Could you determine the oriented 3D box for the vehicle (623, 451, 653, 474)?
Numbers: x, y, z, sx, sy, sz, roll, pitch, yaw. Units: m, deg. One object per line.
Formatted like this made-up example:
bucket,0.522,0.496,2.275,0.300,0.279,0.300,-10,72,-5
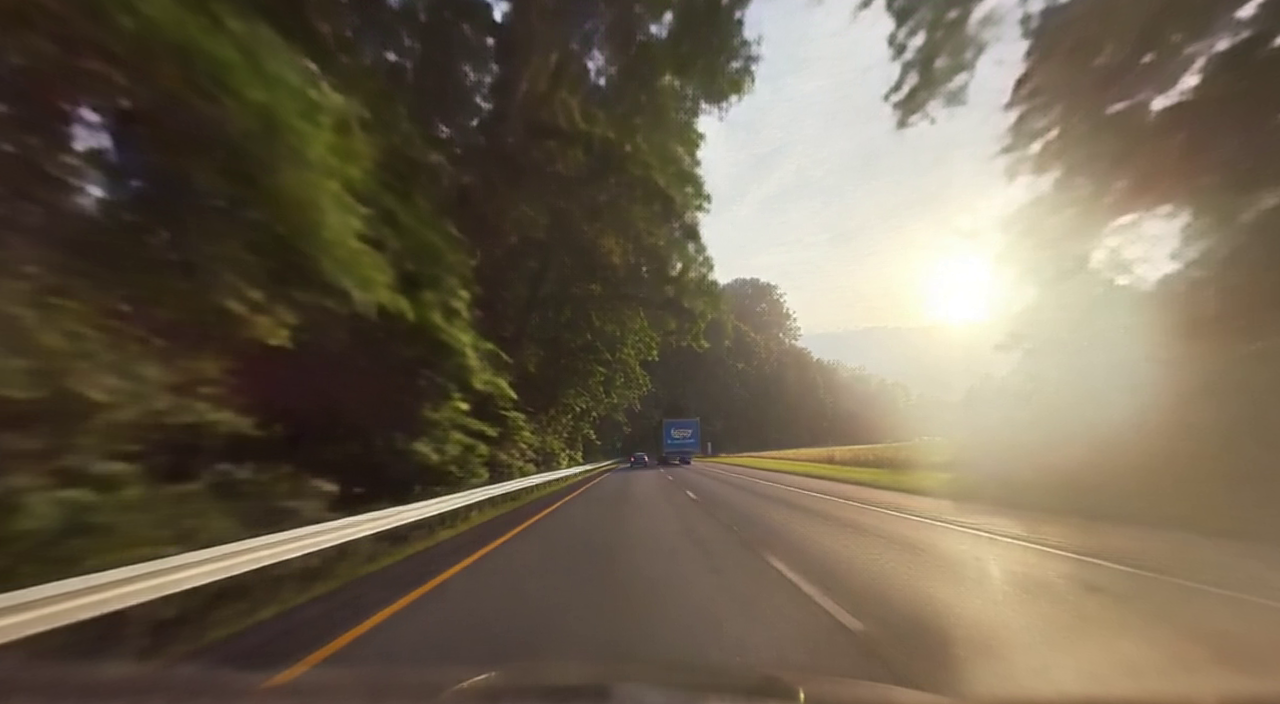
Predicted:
vehicle,-0.124,7.788,44.674,2.057,1.528,3.958,-1,-9,0
